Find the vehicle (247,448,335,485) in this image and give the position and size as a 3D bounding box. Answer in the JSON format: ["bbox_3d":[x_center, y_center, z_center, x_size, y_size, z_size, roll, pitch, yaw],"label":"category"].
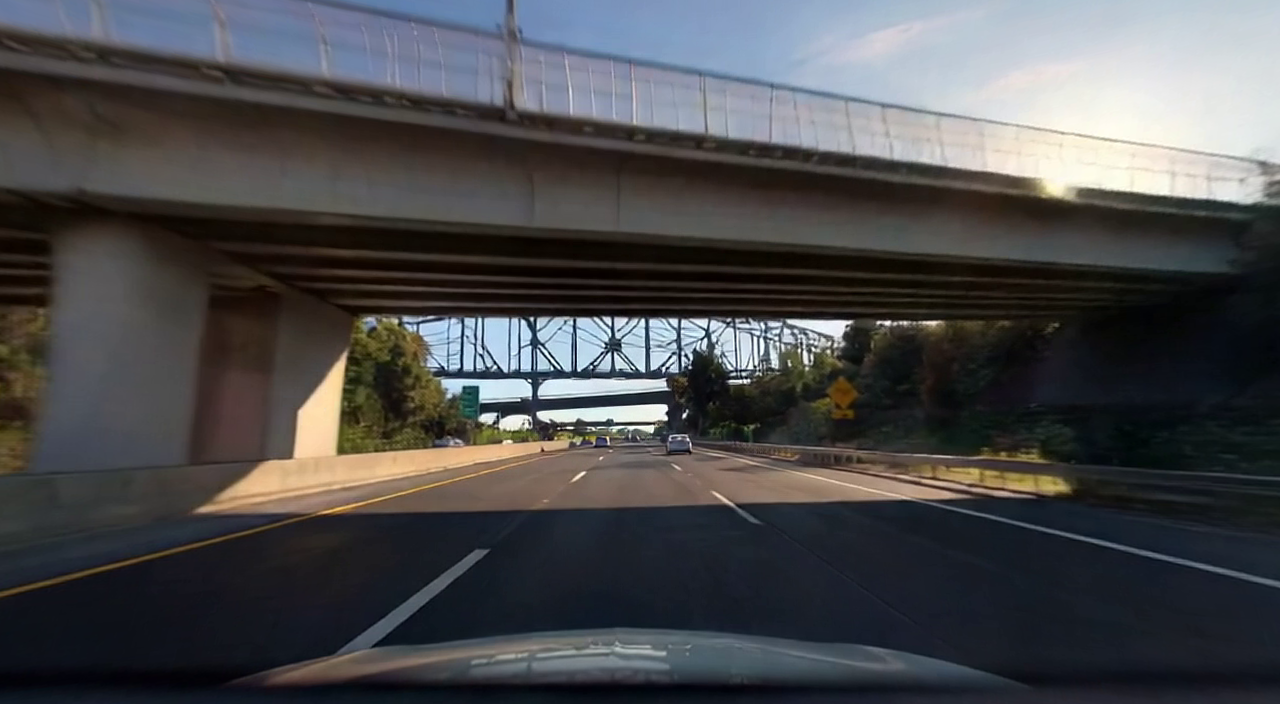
[{"bbox_3d":[-16.511,5.395,30.025,1.855,1.560,4.141,0,-8,-1],"label":"vehicle"}]
